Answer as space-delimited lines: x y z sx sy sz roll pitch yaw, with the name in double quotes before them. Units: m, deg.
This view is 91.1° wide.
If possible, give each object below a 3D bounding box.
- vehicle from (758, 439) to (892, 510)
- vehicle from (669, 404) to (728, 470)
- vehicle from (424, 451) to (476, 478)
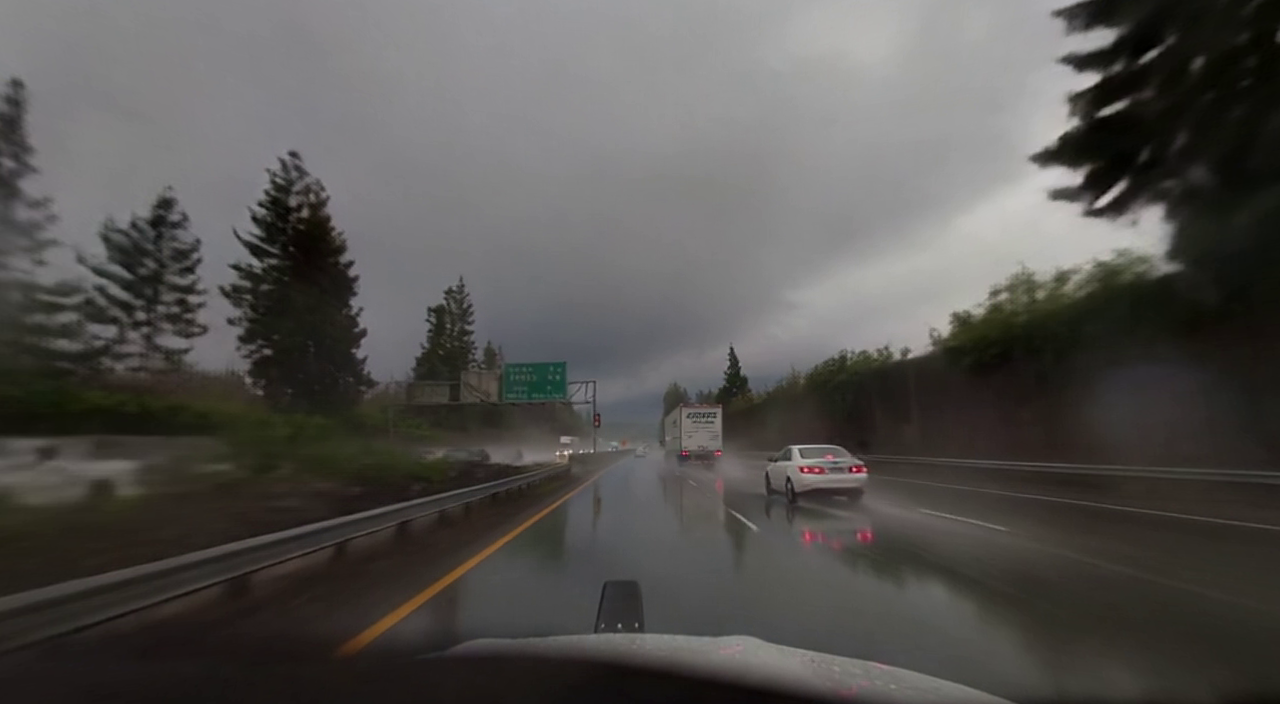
"vehicle" 4.341 2.936 15.495 1.917 1.471 4.149 0 -9 -2
"vehicle" 3.952 6.410 46.343 2.926 4.060 14.068 0 -9 0
"vehicle" -11.443 6.783 38.146 1.882 1.546 3.885 0 -9 1
